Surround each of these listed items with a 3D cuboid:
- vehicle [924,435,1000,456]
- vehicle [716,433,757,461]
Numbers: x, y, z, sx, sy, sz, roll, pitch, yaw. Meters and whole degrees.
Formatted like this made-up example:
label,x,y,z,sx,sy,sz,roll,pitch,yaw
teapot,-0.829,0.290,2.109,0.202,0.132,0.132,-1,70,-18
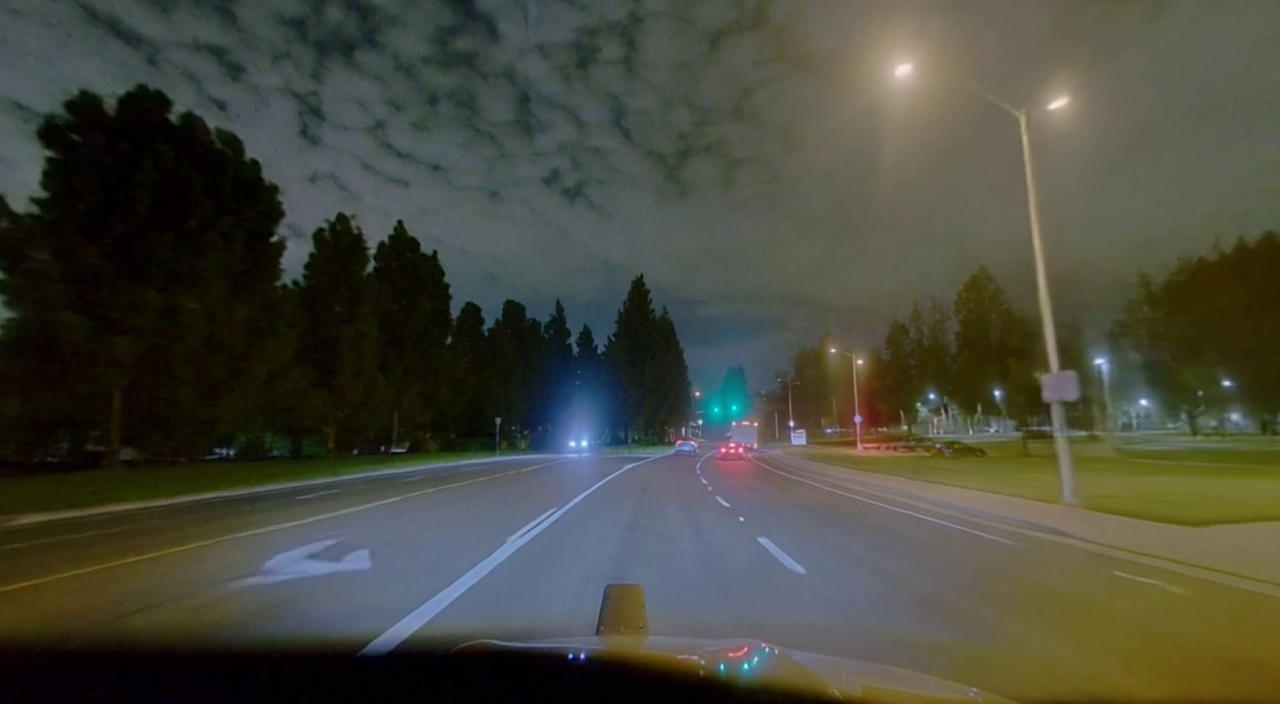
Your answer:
label,x,y,z,sx,sy,sz,roll,pitch,yaw
vehicle,23.834,6.937,46.809,4.322,1.467,2.457,0,-8,0
vehicle,5.595,5.556,36.967,1.989,1.497,4.436,-1,-8,4
